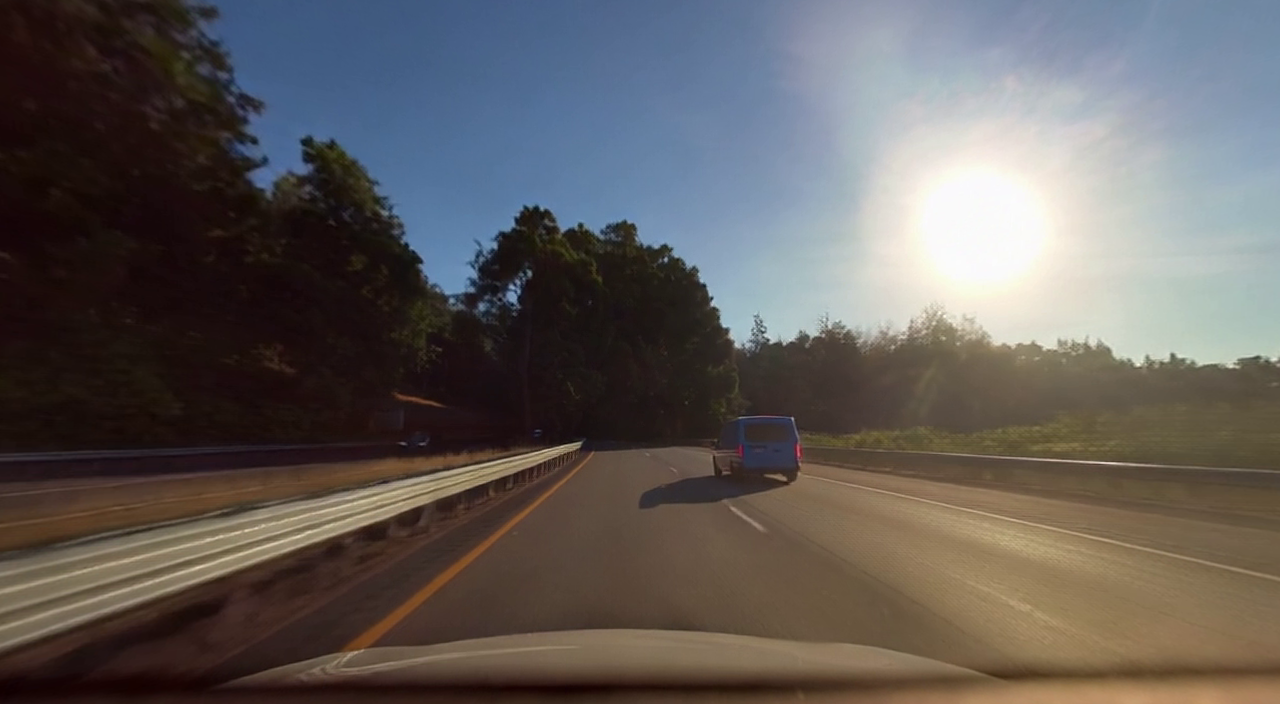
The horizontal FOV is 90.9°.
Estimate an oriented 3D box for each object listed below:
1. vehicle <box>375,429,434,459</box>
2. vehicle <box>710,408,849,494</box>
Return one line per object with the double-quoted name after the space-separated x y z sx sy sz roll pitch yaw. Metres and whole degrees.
-14.016 5.489 37.792 1.980 1.673 4.324 0 -8 -2 "vehicle"
3.213 2.389 15.647 2.240 1.801 4.545 0 -8 -2 "vehicle"
